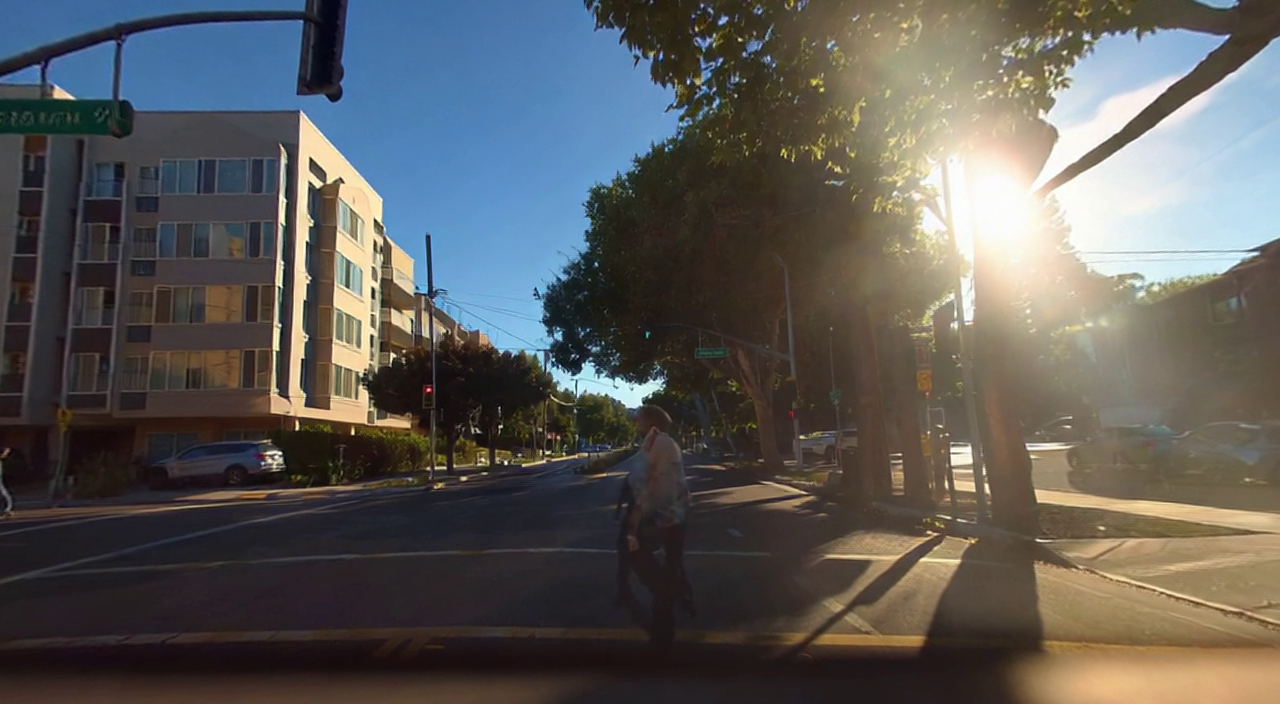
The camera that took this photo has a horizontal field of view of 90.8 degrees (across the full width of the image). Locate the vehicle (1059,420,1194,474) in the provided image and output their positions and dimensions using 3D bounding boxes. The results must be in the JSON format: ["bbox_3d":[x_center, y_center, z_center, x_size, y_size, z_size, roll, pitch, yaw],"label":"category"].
[{"bbox_3d":[17.074,3.364,22.468,2.013,1.722,4.007,-2,-9,9],"label":"vehicle"}]

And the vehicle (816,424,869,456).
[{"bbox_3d":[11.538,5.066,36.212,1.950,1.714,4.245,-1,-9,5],"label":"vehicle"}]

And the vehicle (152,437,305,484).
[{"bbox_3d":[-18.977,5.000,29.423,5.468,1.854,2.283,-2,-8,-5],"label":"vehicle"}]
